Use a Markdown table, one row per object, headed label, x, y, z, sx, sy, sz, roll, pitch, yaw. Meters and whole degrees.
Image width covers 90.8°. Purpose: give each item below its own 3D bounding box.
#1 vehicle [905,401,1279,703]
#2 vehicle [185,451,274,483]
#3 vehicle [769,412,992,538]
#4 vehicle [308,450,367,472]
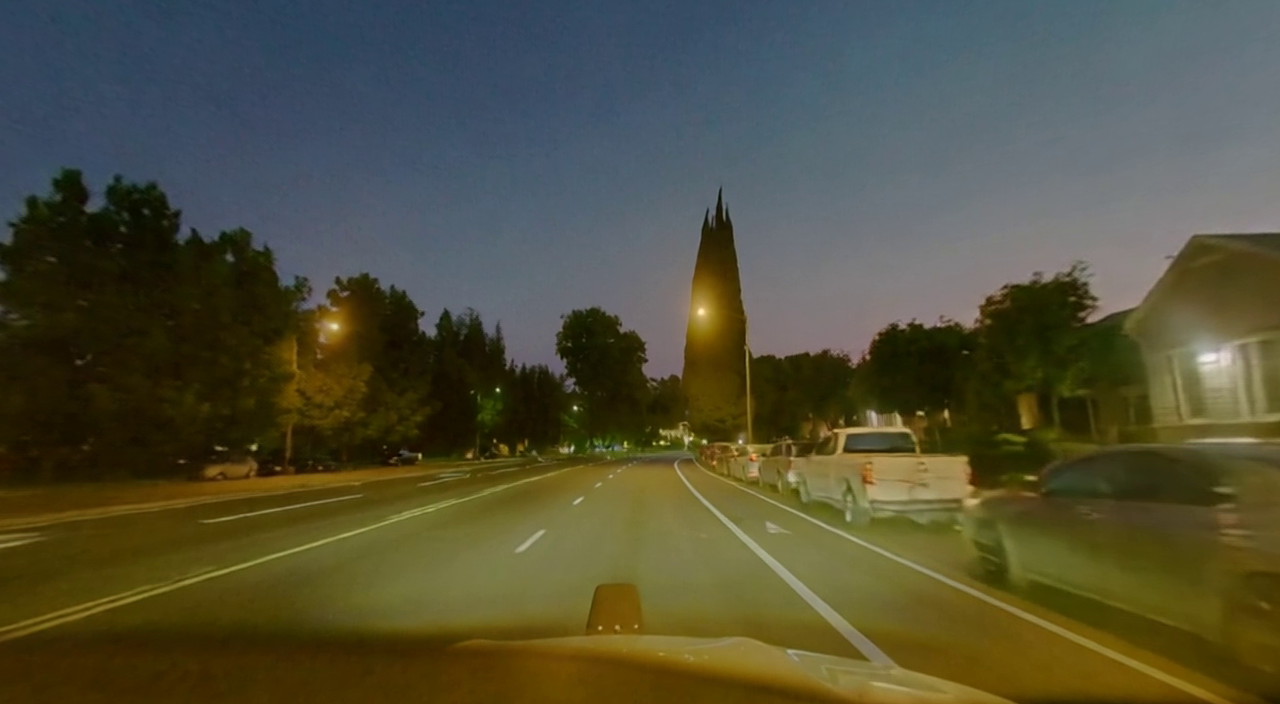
| label | x | y | z | sx | sy | sz | roll | pitch | yaw |
| --- | --- | --- | --- | --- | --- | --- | --- | --- | --- |
| vehicle | 4.017 | 1.204 | 4.454 | 2.039 | 1.499 | 4.888 | 0 | -8 | -2 |
| vehicle | -23.401 | 6.552 | 36.242 | 1.967 | 1.467 | 4.769 | -2 | -7 | 0 |
| vehicle | 4.137 | 2.239 | 12.175 | 2.057 | 1.846 | 5.475 | 0 | -9 | -1 |
| vehicle | -22.792 | 8.221 | 47.783 | 1.915 | 1.492 | 4.565 | -1 | -9 | 5 |
